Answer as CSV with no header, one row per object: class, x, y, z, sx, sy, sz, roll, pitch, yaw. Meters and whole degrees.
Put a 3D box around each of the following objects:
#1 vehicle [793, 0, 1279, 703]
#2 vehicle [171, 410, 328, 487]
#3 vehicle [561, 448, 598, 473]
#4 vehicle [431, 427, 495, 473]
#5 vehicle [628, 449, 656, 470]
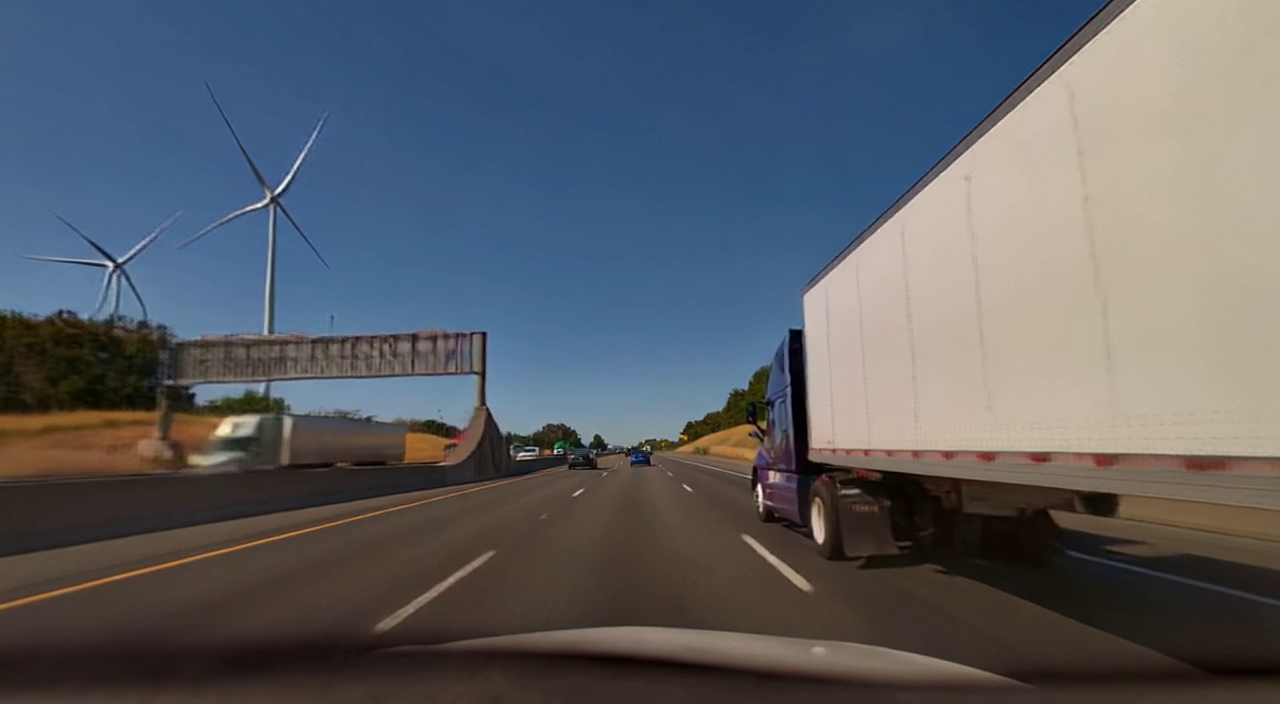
vehicle,3.800,-0.288,2.386,2.947,3.989,13.568,0,-9,0
vehicle,-19.641,4.962,32.530,2.983,3.448,7.709,0,-9,1
vehicle,-3.907,7.078,41.385,1.952,1.521,4.095,0,-9,1
vehicle,-11.852,6.651,42.876,2.445,2.805,6.838,0,-9,-1
vehicle,0.130,7.825,46.285,1.931,1.453,3.695,0,-9,0
